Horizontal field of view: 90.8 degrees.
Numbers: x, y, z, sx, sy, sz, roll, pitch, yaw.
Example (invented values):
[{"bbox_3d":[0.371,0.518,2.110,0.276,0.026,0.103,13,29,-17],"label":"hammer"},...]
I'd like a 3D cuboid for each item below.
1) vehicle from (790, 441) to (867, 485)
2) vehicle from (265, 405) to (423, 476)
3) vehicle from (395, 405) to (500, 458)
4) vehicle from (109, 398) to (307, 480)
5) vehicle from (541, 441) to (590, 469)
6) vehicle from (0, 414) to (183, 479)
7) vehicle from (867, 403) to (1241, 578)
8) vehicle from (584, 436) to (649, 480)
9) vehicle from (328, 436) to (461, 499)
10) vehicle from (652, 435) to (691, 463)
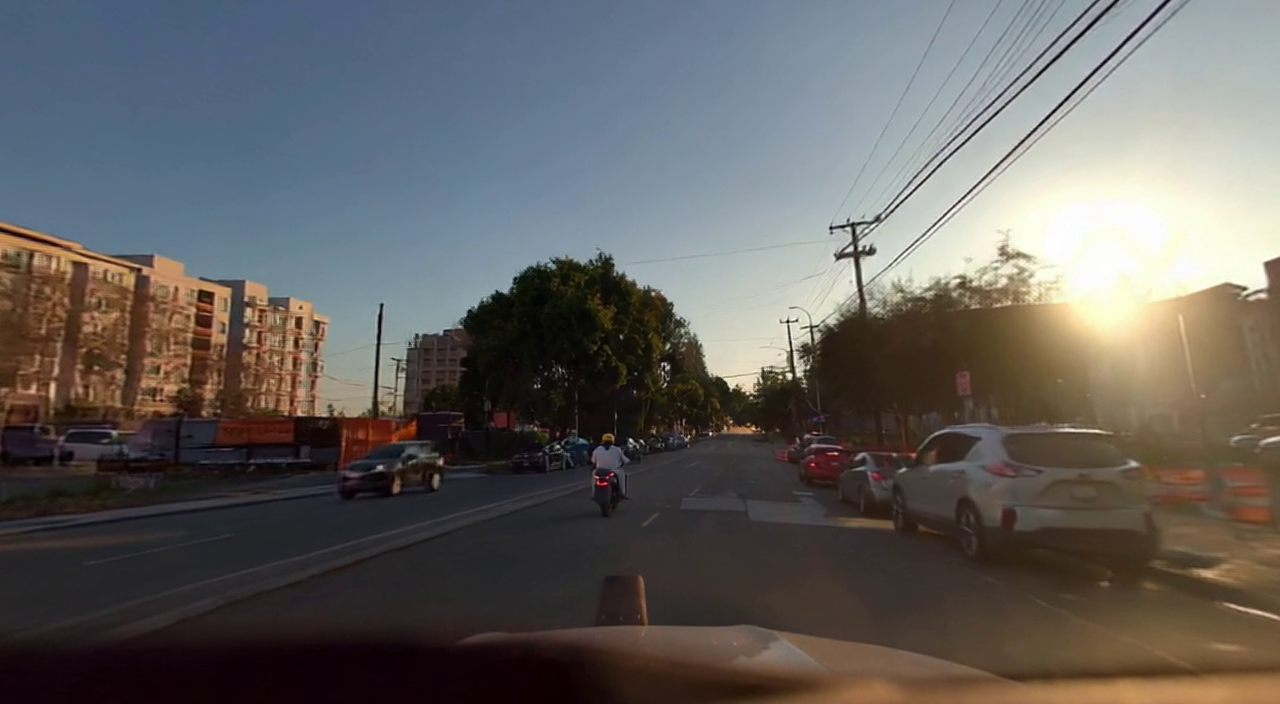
[{"bbox_3d":[6.928,4.105,23.739,1.973,1.457,4.522,-1,-9,6],"label":"vehicle"},{"bbox_3d":[-14.830,4.630,32.815,2.990,3.144,9.080,-1,-9,6],"label":"vehicle"},{"bbox_3d":[-13.212,5.767,44.666,2.996,3.170,10.153,-4,-9,8],"label":"vehicle"},{"bbox_3d":[-20.701,4.273,31.287,3.283,3.441,8.669,-1,-8,4],"label":"vehicle"},{"bbox_3d":[-4.490,6.349,38.655,2.105,1.509,4.753,-2,-10,4],"label":"vehicle"},{"bbox_3d":[-27.154,4.732,31.763,2.933,2.907,6.416,-2,-8,9],"label":"vehicle"},{"bbox_3d":[5.331,1.854,9.421,2.387,1.820,5.286,-1,-9,6],"label":"vehicle"},{"bbox_3d":[-0.857,4.279,25.699,1.925,1.602,4.090,-1,-9,9],"label":"vehicle"},{"bbox_3d":[-7.675,3.646,20.370,2.053,1.771,4.684,-1,-9,5],"label":"vehicle"},{"bbox_3d":[2.374,7.098,46.377,2.295,1.929,5.498,-1,-9,8],"label":"vehicle"}]
